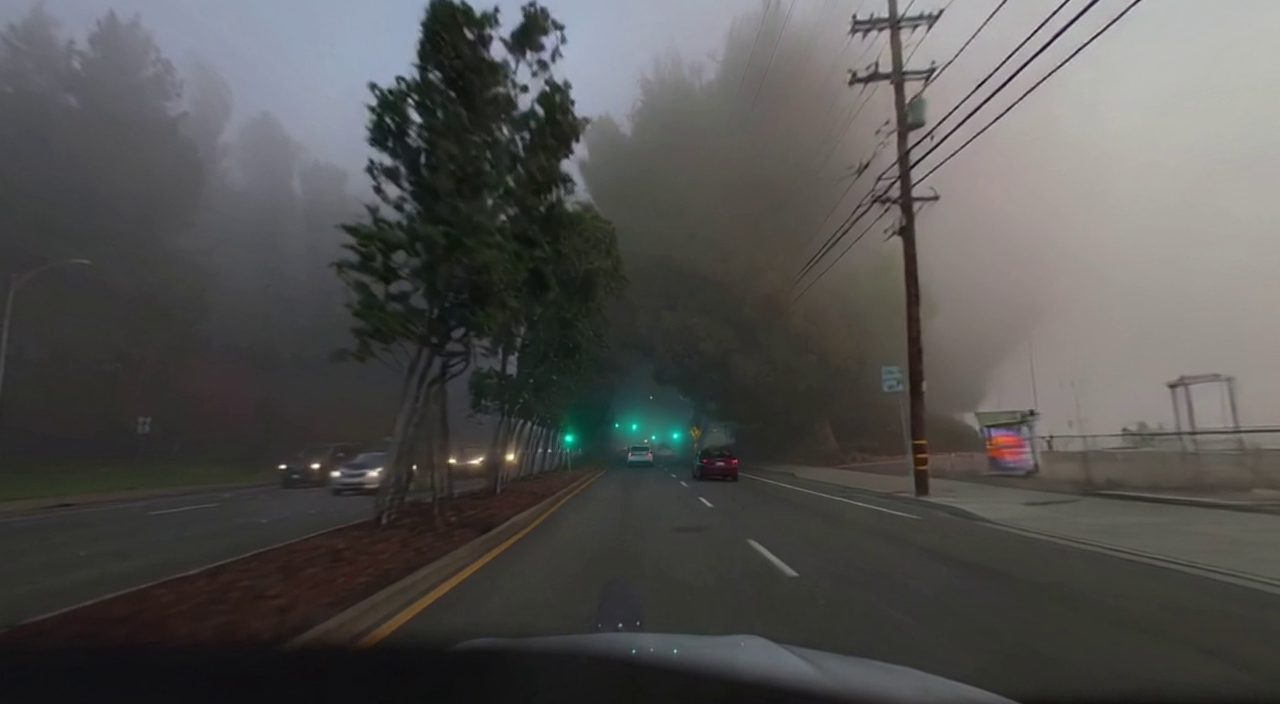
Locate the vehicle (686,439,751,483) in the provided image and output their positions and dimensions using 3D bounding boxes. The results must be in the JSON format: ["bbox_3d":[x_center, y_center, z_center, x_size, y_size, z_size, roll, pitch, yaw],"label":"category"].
[{"bbox_3d":[3.103,4.394,25.751,1.990,1.592,4.294,0,-8,-1],"label":"vehicle"}]

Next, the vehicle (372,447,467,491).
[{"bbox_3d":[-8.360,4.436,24.475,2.180,1.484,4.612,0,-8,-2],"label":"vehicle"}]

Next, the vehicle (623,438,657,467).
[{"bbox_3d":[-0.041,6.771,42.714,2.163,1.825,4.073,0,-8,-1],"label":"vehicle"}]

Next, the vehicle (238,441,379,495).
[{"bbox_3d":[-12.802,4.497,25.020,2.415,1.828,5.778,-1,-8,0],"label":"vehicle"}]

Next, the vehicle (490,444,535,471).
[{"bbox_3d":[-8.584,7.167,43.053,2.089,1.693,4.546,-1,-8,1],"label":"vehicle"}]
